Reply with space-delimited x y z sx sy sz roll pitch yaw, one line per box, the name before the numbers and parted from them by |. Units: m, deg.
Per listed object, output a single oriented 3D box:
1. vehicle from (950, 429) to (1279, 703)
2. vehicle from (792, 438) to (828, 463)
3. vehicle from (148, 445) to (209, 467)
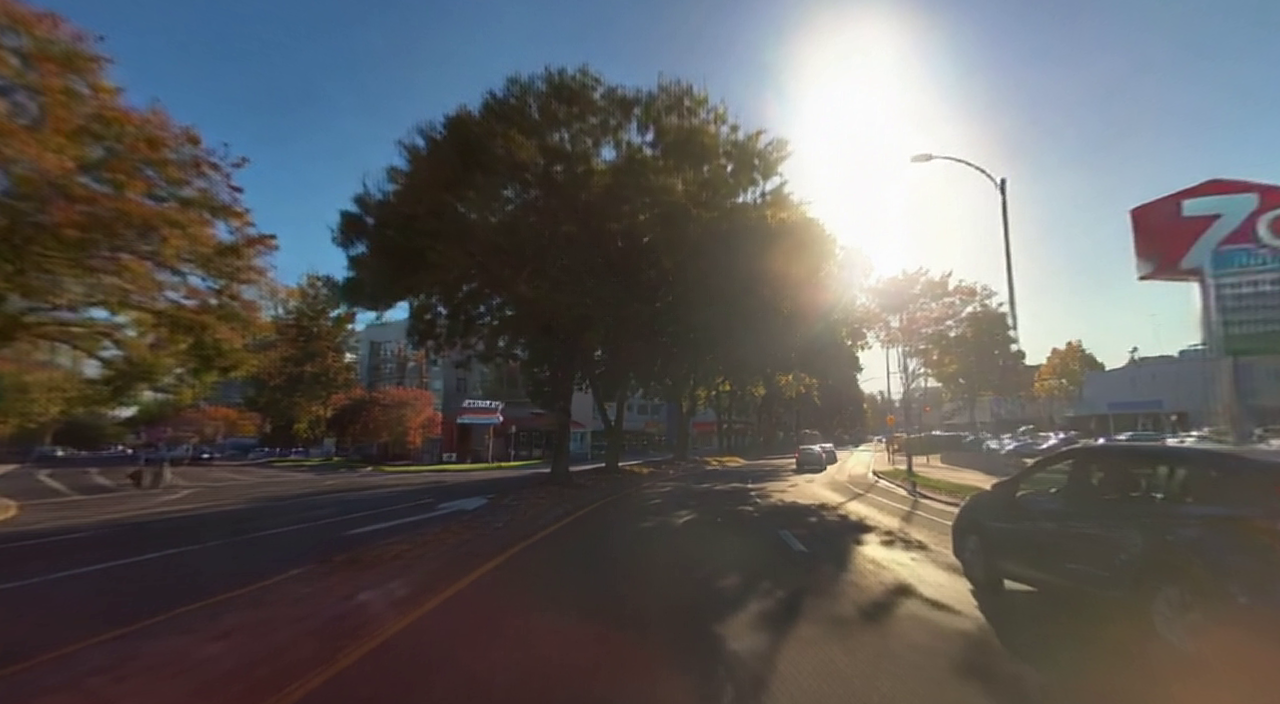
vehicle | 4.344 1.339 4.609 1.938 1.466 4.434 0 -9 1
vehicle | 12.438 7.168 45.887 2.311 1.715 4.287 -3 -9 17
vehicle | -32.717 7.370 44.813 1.779 1.458 4.279 2 -9 -11
